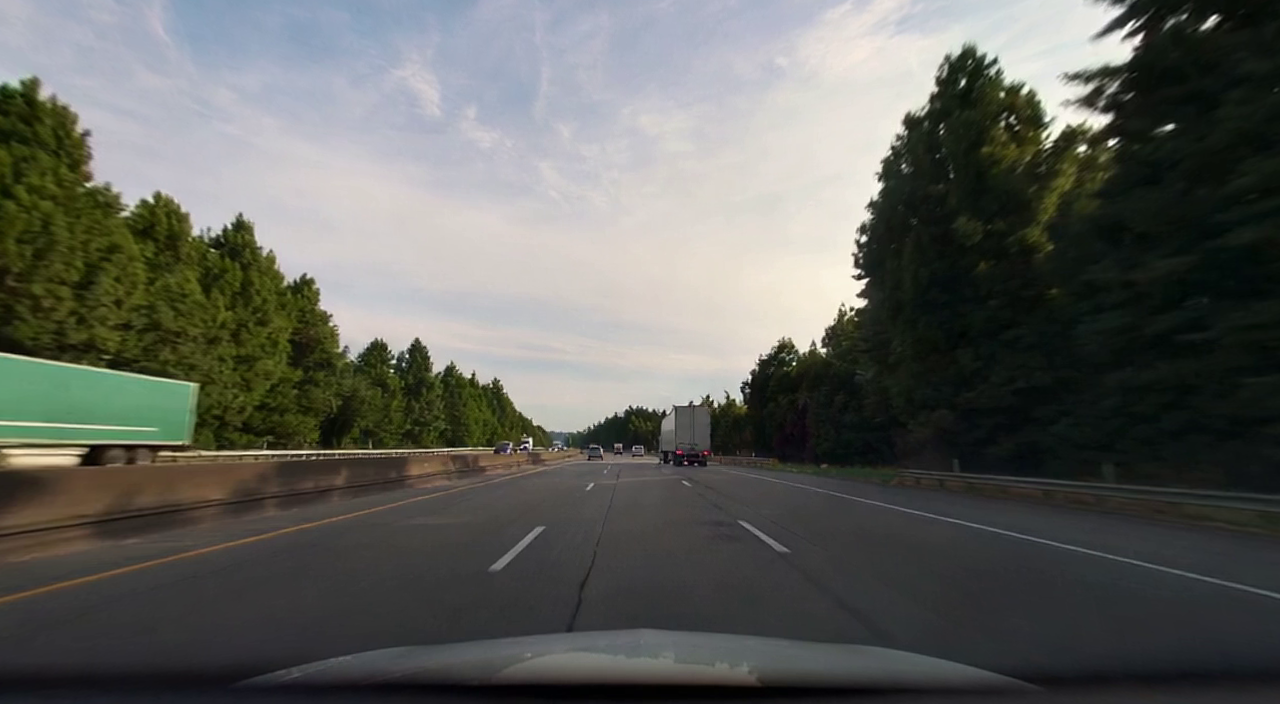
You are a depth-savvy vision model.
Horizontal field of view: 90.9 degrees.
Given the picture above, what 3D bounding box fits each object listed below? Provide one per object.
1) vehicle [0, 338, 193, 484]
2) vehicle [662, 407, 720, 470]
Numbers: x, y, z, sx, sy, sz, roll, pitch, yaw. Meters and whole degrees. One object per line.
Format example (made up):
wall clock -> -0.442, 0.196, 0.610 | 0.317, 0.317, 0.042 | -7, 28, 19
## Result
vehicle -> -19.648, 1.797, 18.674 | 2.950, 4.110, 13.491 | 0, -9, 0
vehicle -> 3.495, 6.557, 47.095 | 2.950, 4.033, 13.276 | 0, -9, -1
